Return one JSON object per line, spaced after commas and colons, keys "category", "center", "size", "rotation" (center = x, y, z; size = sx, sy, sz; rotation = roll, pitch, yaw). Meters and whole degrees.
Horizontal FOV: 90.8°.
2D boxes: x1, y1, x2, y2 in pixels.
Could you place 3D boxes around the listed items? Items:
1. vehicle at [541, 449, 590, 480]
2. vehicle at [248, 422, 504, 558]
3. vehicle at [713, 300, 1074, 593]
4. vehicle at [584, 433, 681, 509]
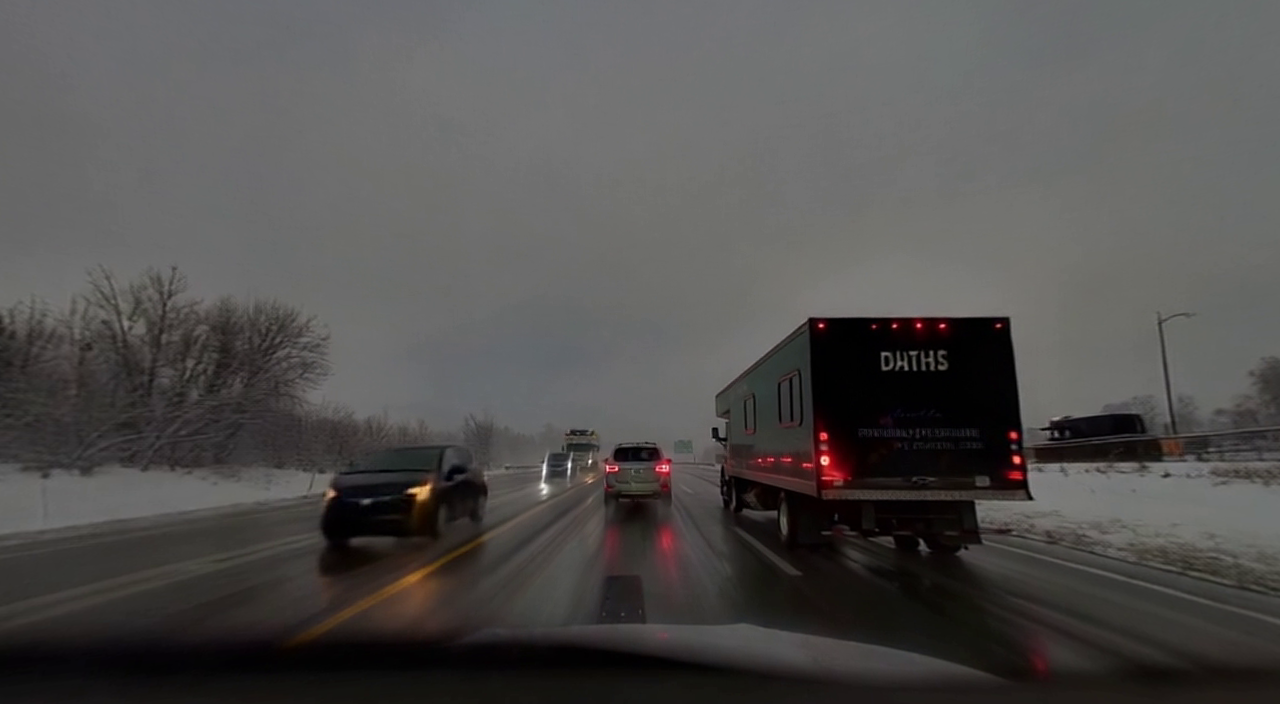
{"category": "vehicle", "center": [-3.785, 5.762, 32.514], "size": [1.933, 1.465, 3.898], "rotation": [-1, -9, 2]}
{"category": "vehicle", "center": [-3.750, 2.054, 10.081], "size": [2.098, 1.659, 4.432], "rotation": [0, -9, 1]}
{"category": "vehicle", "center": [2.942, 1.467, 10.028], "size": [2.533, 2.942, 7.280], "rotation": [0, -9, -1]}
{"category": "vehicle", "center": [-0.140, 3.051, 16.542], "size": [2.201, 1.719, 4.058], "rotation": [0, -9, 1]}
